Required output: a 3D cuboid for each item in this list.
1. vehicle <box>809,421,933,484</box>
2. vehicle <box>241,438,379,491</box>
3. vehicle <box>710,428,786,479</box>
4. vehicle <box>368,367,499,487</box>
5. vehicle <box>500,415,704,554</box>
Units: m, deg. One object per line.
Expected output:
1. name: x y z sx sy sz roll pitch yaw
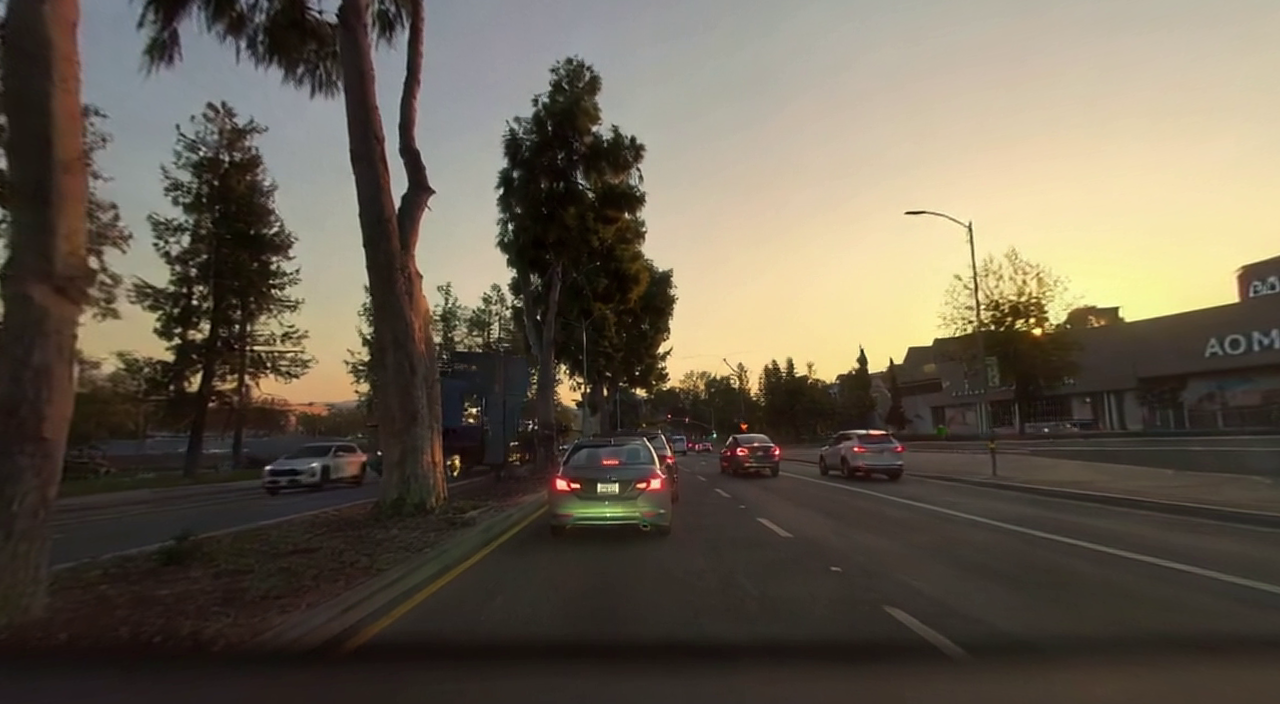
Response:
1. vehicle: 7.885 3.514 22.111 2.425 1.936 5.081 0 -8 0
2. vehicle: -14.018 4.800 27.307 2.394 2.012 6.232 0 -8 3
3. vehicle: 4.005 3.871 24.121 2.090 1.763 4.560 0 -8 0
4. vehicle: -8.140 3.157 25.789 3.043 4.303 6.343 0 -8 1
5. vehicle: -0.438 1.814 9.227 2.315 1.563 4.080 0 -8 0
